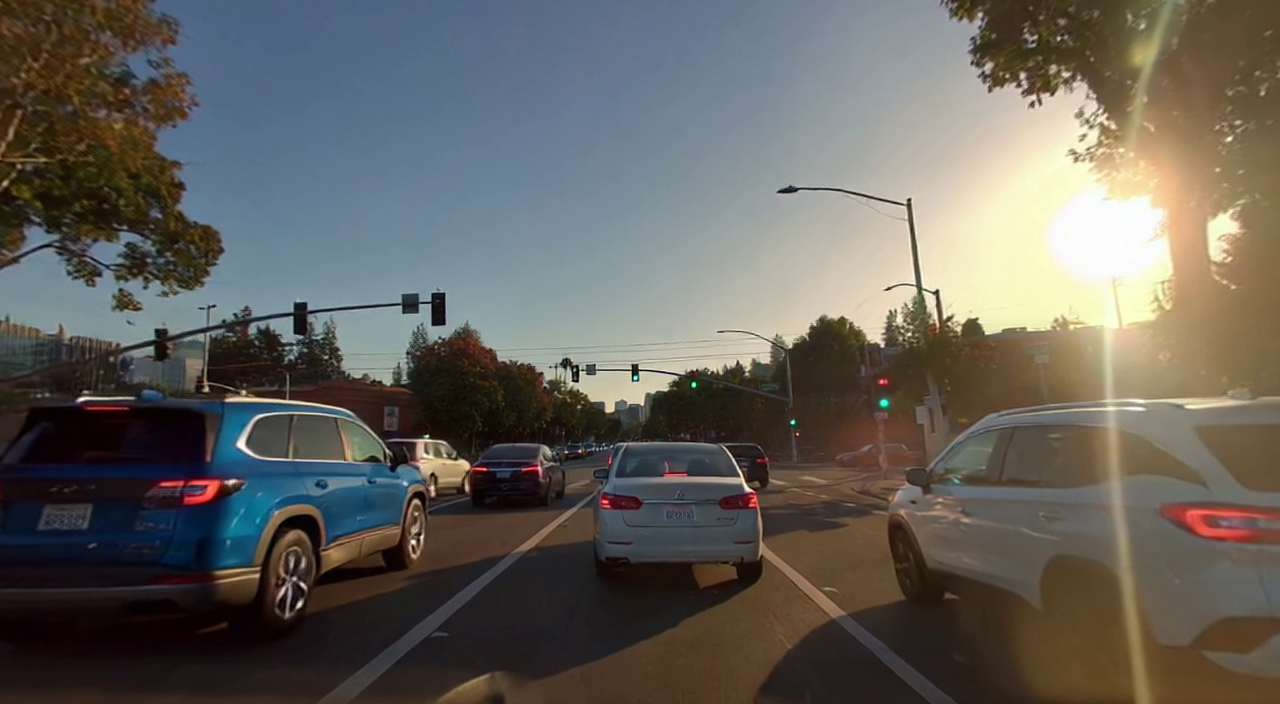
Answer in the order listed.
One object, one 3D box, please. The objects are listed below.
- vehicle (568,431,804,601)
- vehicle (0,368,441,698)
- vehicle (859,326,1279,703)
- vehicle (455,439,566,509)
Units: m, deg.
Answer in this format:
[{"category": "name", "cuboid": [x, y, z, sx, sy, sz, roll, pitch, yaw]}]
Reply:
[{"category": "vehicle", "cuboid": [0.371, 1.718, 7.477, 2.051, 1.460, 3.932, 0, -8, -1]}, {"category": "vehicle", "cuboid": [-3.453, 1.284, 5.600, 1.889, 1.767, 4.289, 0, -8, 1]}, {"category": "vehicle", "cuboid": [3.088, 1.055, 3.837, 1.880, 1.747, 4.500, 0, -8, 0]}, {"category": "vehicle", "cuboid": [-3.079, 2.981, 15.813, 1.868, 1.516, 4.114, 0, -8, 1]}]
